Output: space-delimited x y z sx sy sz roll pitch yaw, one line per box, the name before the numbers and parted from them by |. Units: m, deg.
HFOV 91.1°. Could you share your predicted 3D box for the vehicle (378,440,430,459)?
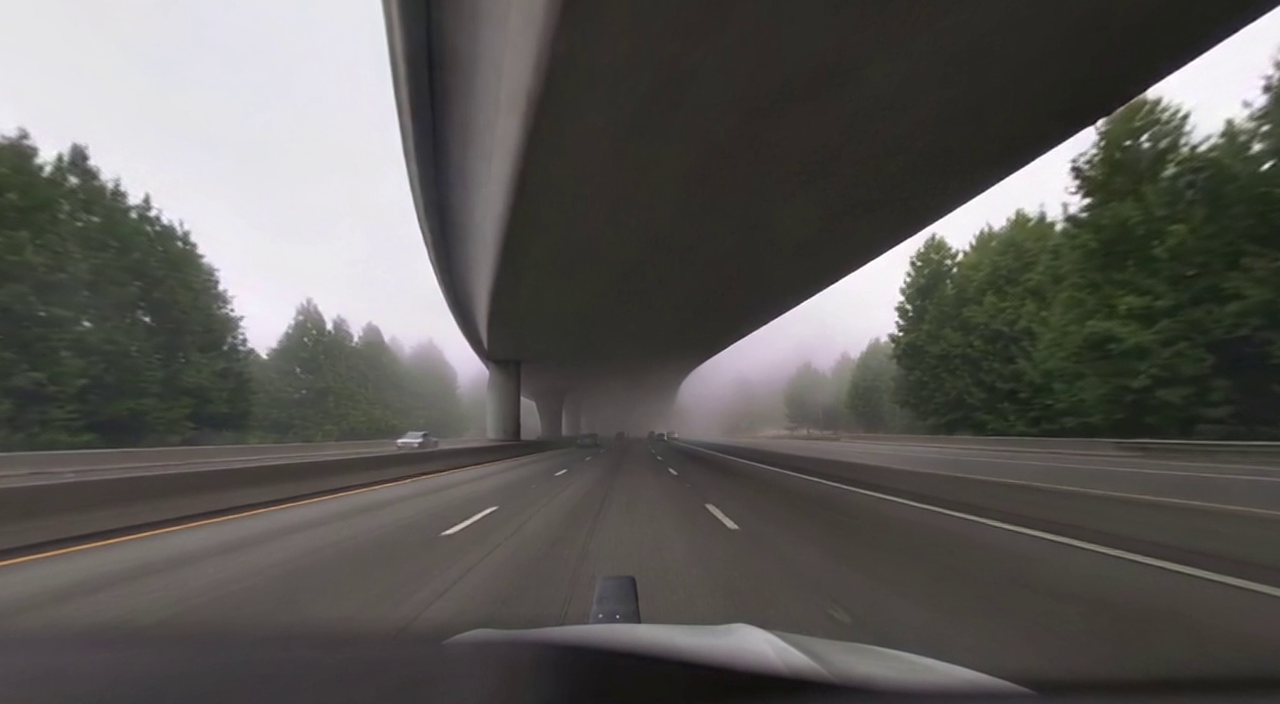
vehicle | -17.169 7.094 45.999 2.058 1.339 4.443 0 -8 0
